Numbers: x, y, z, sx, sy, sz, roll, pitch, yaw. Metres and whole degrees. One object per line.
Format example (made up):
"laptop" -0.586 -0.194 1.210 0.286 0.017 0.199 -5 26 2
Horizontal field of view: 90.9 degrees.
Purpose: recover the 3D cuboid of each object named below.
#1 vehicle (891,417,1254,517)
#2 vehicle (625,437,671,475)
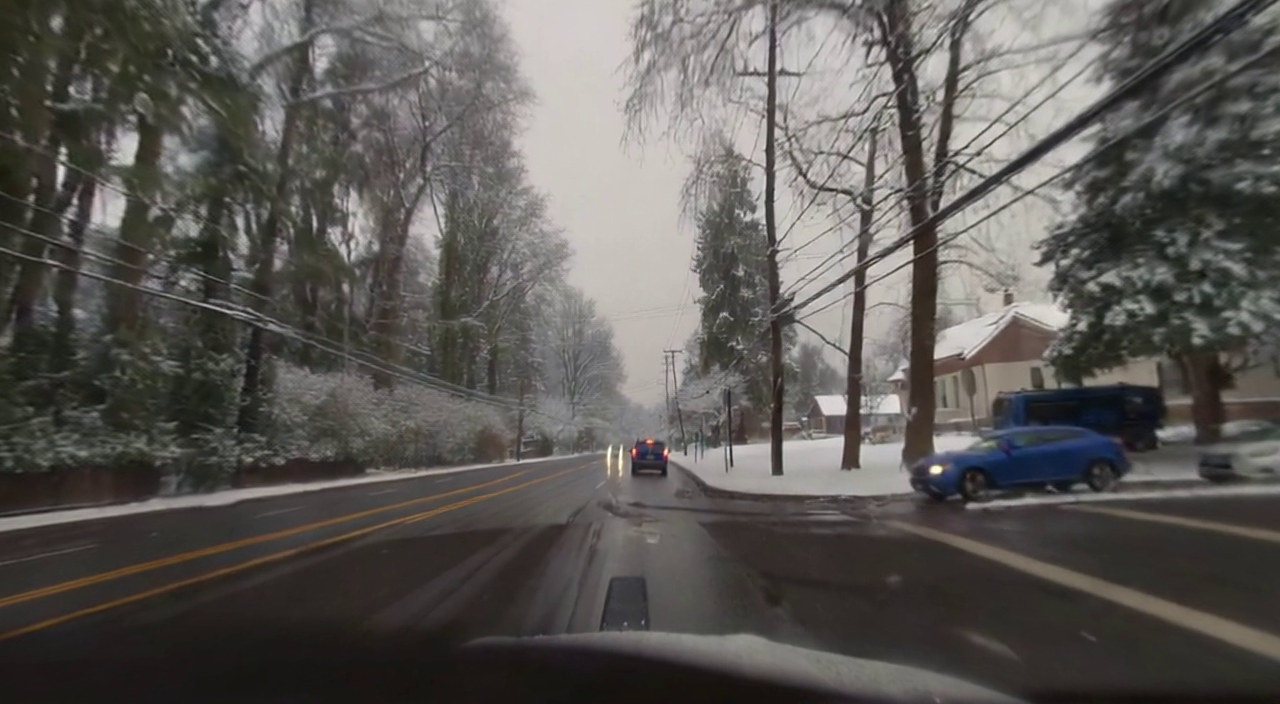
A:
"vehicle" 6.827 1.872 10.411 4.543 1.472 1.830 -1 -9 2
"vehicle" 0.398 5.052 30.807 2.120 1.718 3.909 0 -8 1
